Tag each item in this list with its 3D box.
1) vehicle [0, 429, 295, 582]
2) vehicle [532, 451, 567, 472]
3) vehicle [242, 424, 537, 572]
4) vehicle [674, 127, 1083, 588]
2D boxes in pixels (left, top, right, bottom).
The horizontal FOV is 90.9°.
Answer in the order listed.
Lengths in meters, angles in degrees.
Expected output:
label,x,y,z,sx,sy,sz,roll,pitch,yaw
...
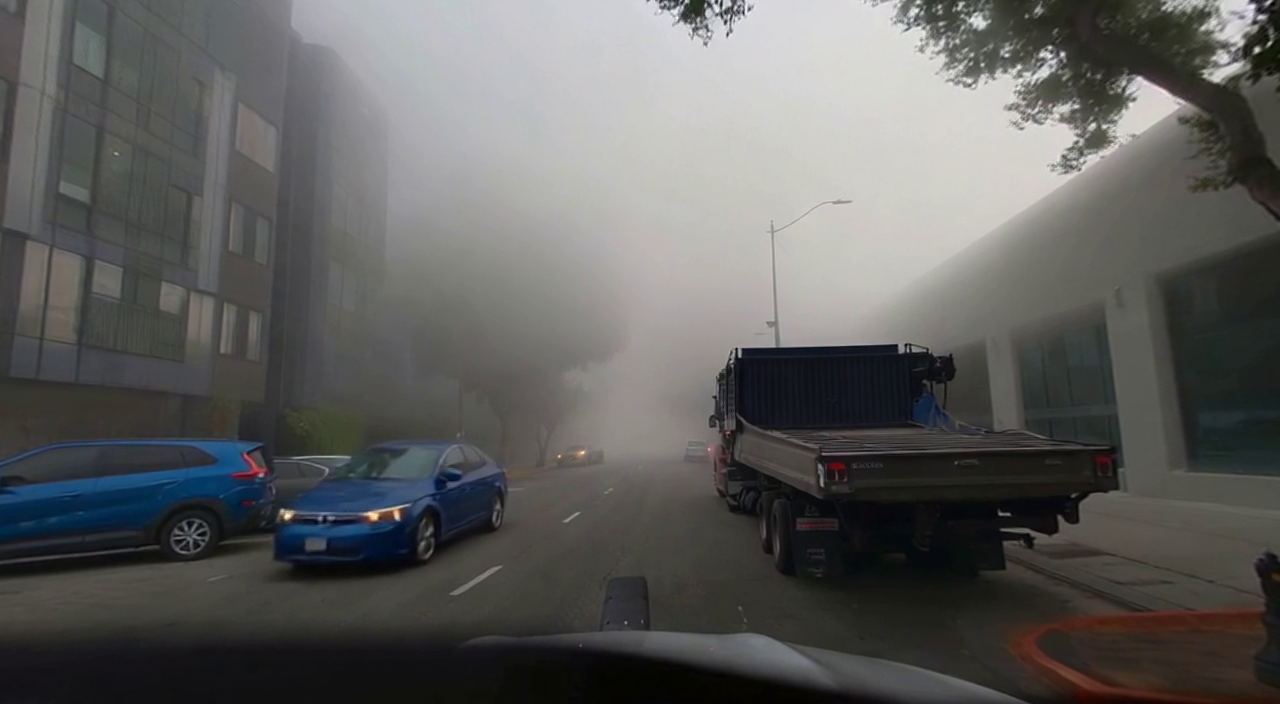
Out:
label,x,y,z,sx,sy,sz,roll,pitch,yaw
vehicle,-8.158,2.099,9.166,5.022,1.872,2.137,7,-11,-41
vehicle,-7.053,8.523,49.333,1.798,1.459,4.306,-1,-8,4
vehicle,-3.190,1.958,9.360,2.311,1.631,4.510,0,-8,3
vehicle,2.527,0.792,11.303,3.320,4.034,11.553,-1,-8,5
